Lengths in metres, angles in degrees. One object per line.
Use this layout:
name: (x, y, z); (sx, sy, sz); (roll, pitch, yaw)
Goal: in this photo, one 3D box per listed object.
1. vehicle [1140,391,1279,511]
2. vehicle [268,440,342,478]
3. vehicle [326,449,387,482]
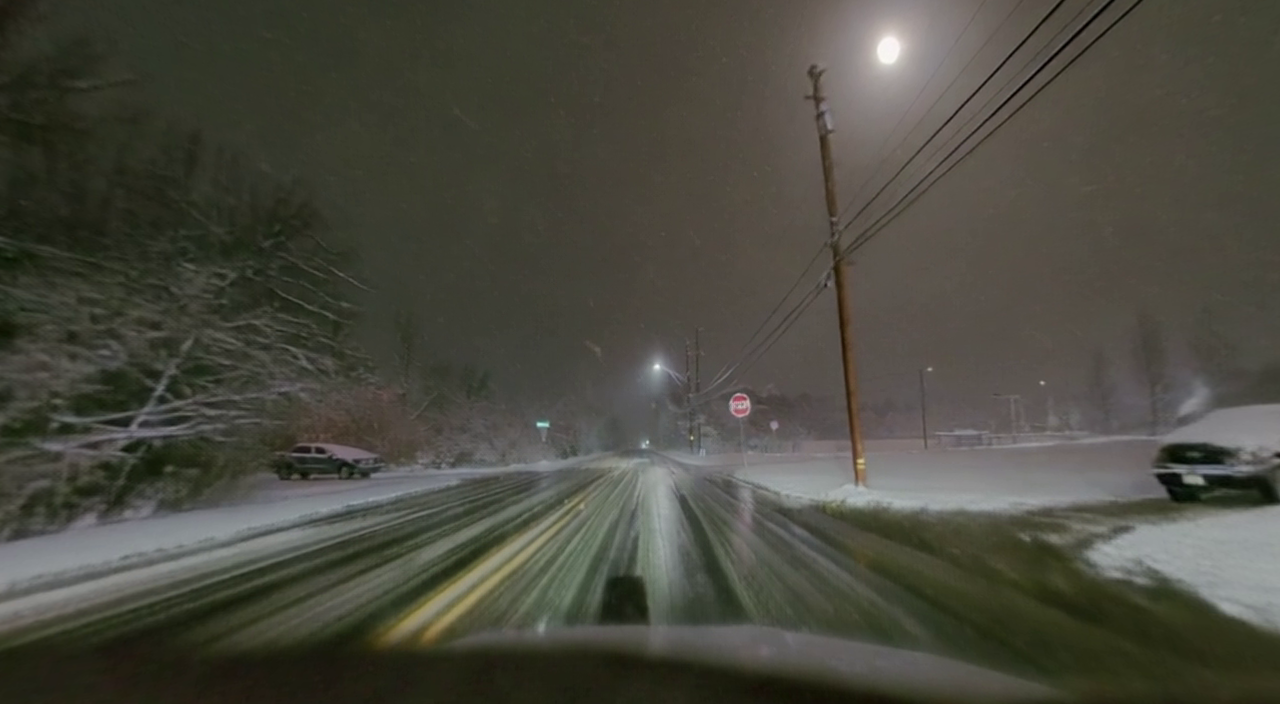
vehicle: (11.187, 1.706, 11.030); (4.013, 1.786, 1.987); (3, -9, -23)
vehicle: (-17.729, 5.714, 33.594); (1.849, 1.831, 3.980); (-1, -10, -2)
vehicle: (-14.546, 5.808, 32.536); (1.739, 1.539, 3.548); (0, -8, -5)
